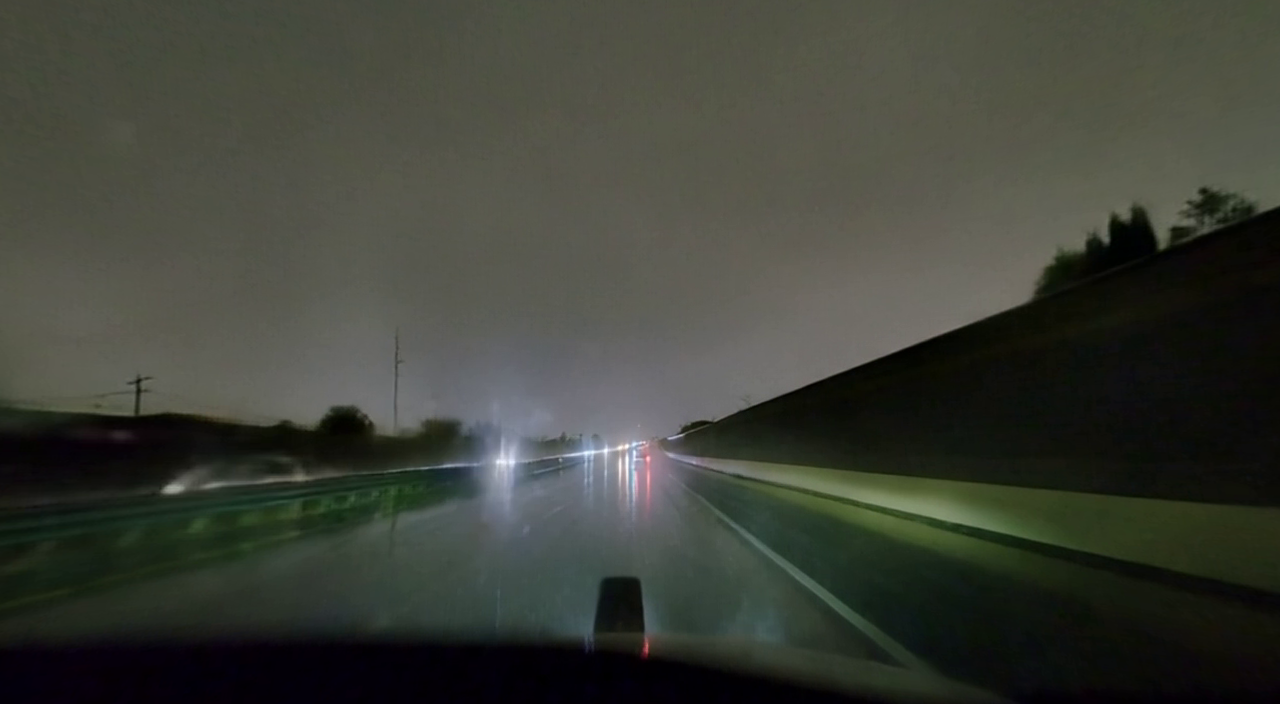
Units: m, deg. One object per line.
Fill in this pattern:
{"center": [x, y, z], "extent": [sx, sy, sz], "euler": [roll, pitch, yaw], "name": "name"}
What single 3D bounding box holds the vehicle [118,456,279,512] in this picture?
{"center": [-13.633, 4.057, 19.827], "extent": [1.805, 1.488, 4.503], "euler": [0, -9, 0], "name": "vehicle"}
